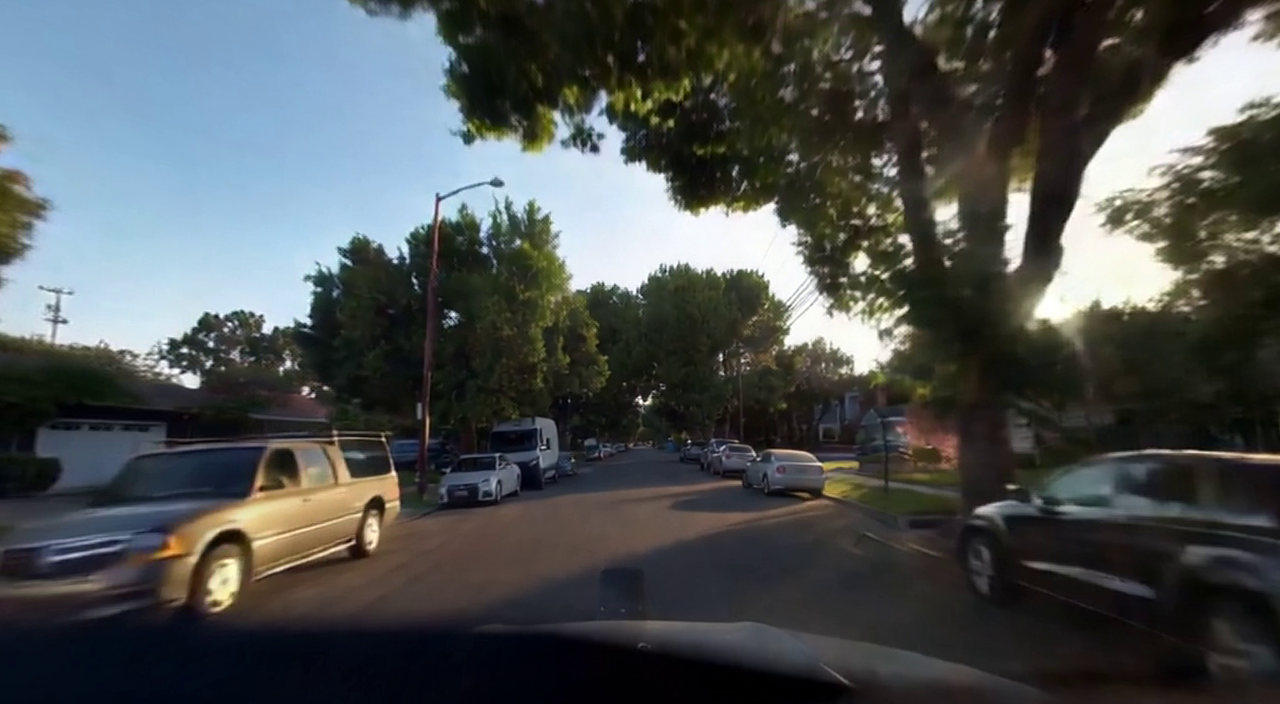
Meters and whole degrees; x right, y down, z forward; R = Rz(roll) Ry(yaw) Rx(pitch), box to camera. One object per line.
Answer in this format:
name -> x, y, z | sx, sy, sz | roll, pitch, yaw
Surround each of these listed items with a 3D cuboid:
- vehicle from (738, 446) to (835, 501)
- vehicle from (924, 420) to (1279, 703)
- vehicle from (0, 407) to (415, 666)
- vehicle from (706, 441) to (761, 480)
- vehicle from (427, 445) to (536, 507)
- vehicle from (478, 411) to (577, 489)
vehicle -> 4.229, 3.544, 18.830 | 1.846, 1.351, 4.272 | 2, -8, -1
vehicle -> 4.087, 1.377, 4.324 | 2.068, 1.532, 4.663 | 5, -8, 0
vehicle -> -4.634, 1.719, 7.186 | 2.154, 1.796, 5.294 | -2, -8, 0
vehicle -> 4.177, 4.868, 28.587 | 1.839, 1.520, 4.498 | 3, -8, 1
vehicle -> -4.713, 3.726, 19.470 | 2.023, 1.568, 4.942 | -3, -9, 1
vehicle -> -4.355, 3.954, 25.480 | 2.470, 2.613, 5.989 | -4, -9, 4
